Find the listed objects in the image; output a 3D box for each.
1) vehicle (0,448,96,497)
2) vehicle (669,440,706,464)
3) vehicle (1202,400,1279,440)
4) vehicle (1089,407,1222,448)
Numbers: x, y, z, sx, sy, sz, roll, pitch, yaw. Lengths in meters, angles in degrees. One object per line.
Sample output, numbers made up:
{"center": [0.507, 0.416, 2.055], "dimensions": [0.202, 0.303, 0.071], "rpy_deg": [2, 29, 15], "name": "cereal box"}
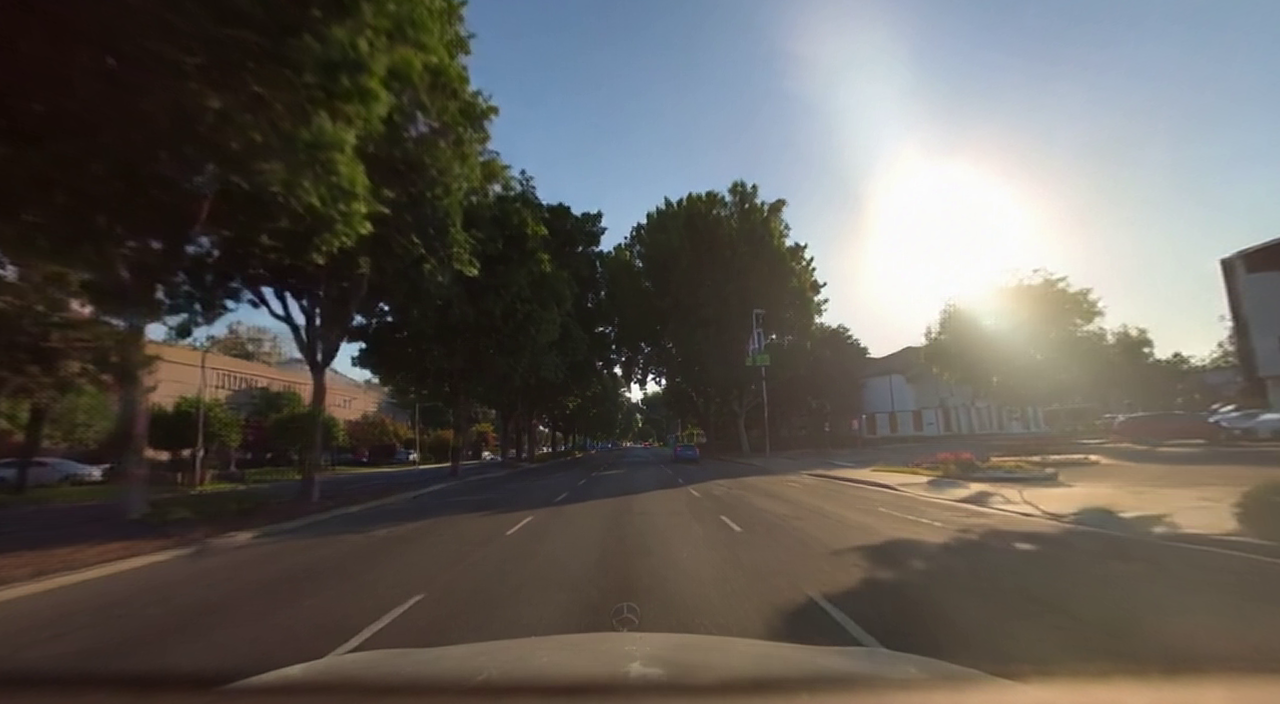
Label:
{"center": [-35.181, 6.862, 36.402], "dimensions": [2.182, 2.543, 6.006], "rpy_deg": [0, -8, 0], "name": "vehicle"}
{"center": [3.145, 6.746, 42.714], "dimensions": [2.033, 1.482, 4.571], "rpy_deg": [0, -8, -2], "name": "vehicle"}
{"center": [27.643, 3.001, 27.506], "dimensions": [2.037, 1.633, 4.447], "rpy_deg": [0, -8, -3], "name": "vehicle"}
{"center": [21.783, 3.270, 26.982], "dimensions": [1.911, 1.604, 4.411], "rpy_deg": [0, -8, -1], "name": "vehicle"}
